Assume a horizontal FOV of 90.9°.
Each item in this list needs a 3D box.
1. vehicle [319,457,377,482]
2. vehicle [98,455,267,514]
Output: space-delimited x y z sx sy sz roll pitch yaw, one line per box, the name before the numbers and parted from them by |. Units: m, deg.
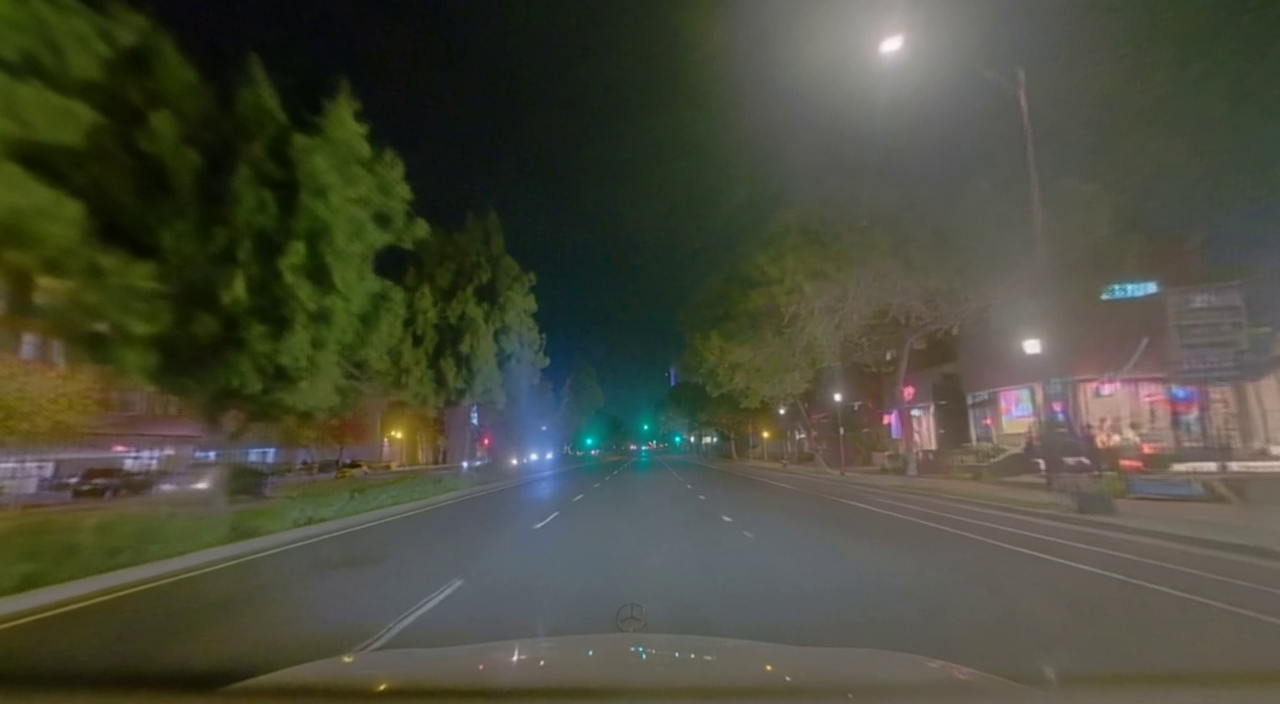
vehicle | -21.430 8.631 46.493 1.881 1.537 4.611 -3 -9 3
vehicle | -14.510 4.189 20.412 1.975 1.499 4.658 -3 -8 0
